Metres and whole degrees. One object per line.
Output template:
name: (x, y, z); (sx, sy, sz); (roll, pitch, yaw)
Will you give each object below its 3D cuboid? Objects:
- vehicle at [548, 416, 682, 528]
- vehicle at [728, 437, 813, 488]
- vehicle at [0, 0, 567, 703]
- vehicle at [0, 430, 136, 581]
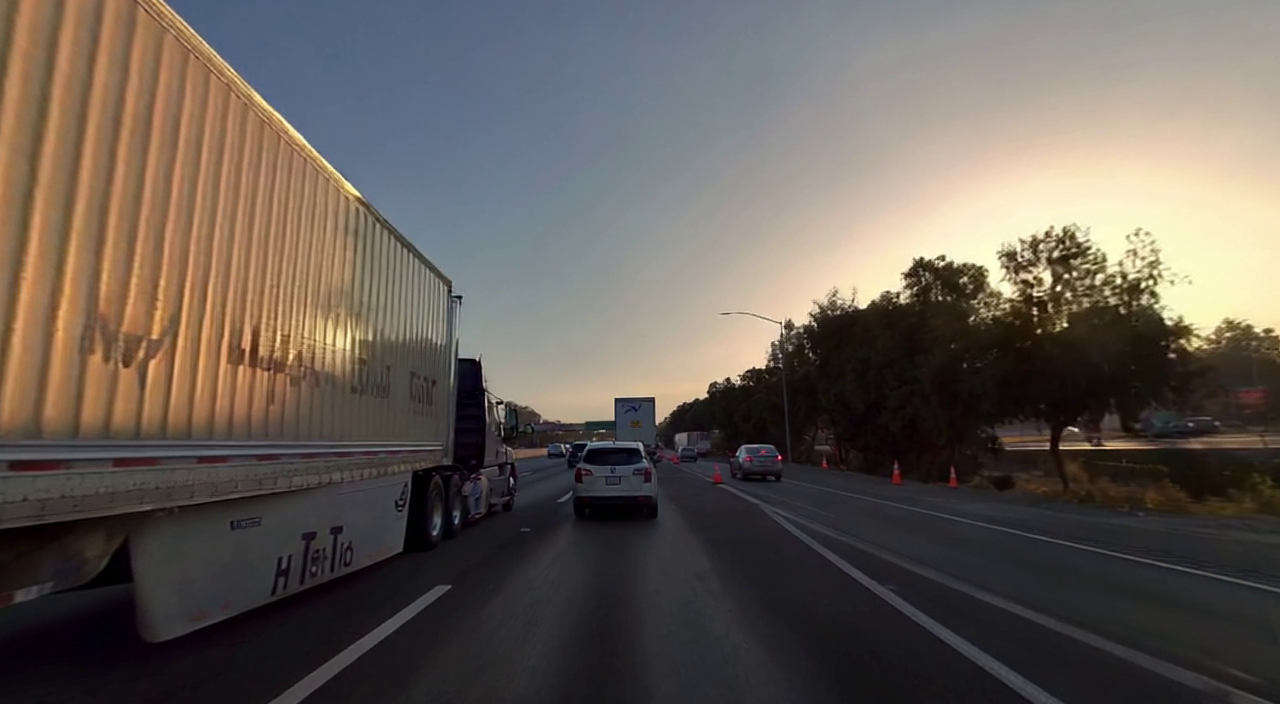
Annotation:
vehicle: (-0.361, 2.233, 12.176); (2.152, 1.779, 3.924); (0, -9, 1)
vehicle: (4.406, 3.780, 21.911); (1.937, 1.601, 3.798); (0, -9, -3)
vehicle: (-3.722, 0.870, 11.098); (2.857, 4.063, 16.026); (0, -8, 0)
vehicle: (-7.300, 1.403, 5.504); (2.013, 1.466, 4.563); (0, -9, 0)
